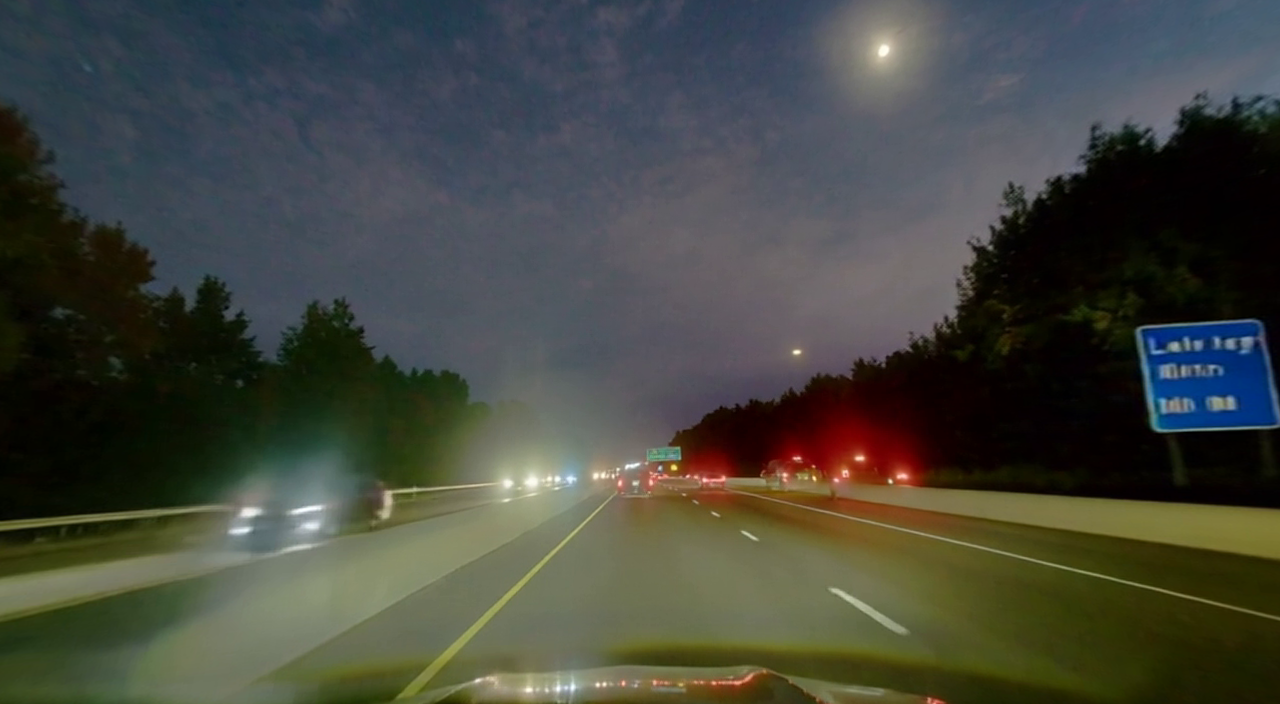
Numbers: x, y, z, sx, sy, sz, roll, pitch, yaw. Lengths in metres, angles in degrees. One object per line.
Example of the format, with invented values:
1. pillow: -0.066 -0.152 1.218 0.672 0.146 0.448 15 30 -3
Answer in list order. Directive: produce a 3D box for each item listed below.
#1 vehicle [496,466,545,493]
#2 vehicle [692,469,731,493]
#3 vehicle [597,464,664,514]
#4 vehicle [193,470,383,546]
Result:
1. vehicle: -7.594 8.143 40.455 2.156 1.596 4.559 0 -10 1
2. vehicle: 4.555 8.302 40.729 1.974 1.476 4.119 1 -10 -1
3. vehicle: -0.309 4.534 21.117 2.060 1.473 3.726 1 -10 -1
4. vehicle: -7.778 3.463 14.508 1.926 1.442 4.175 1 -10 0
